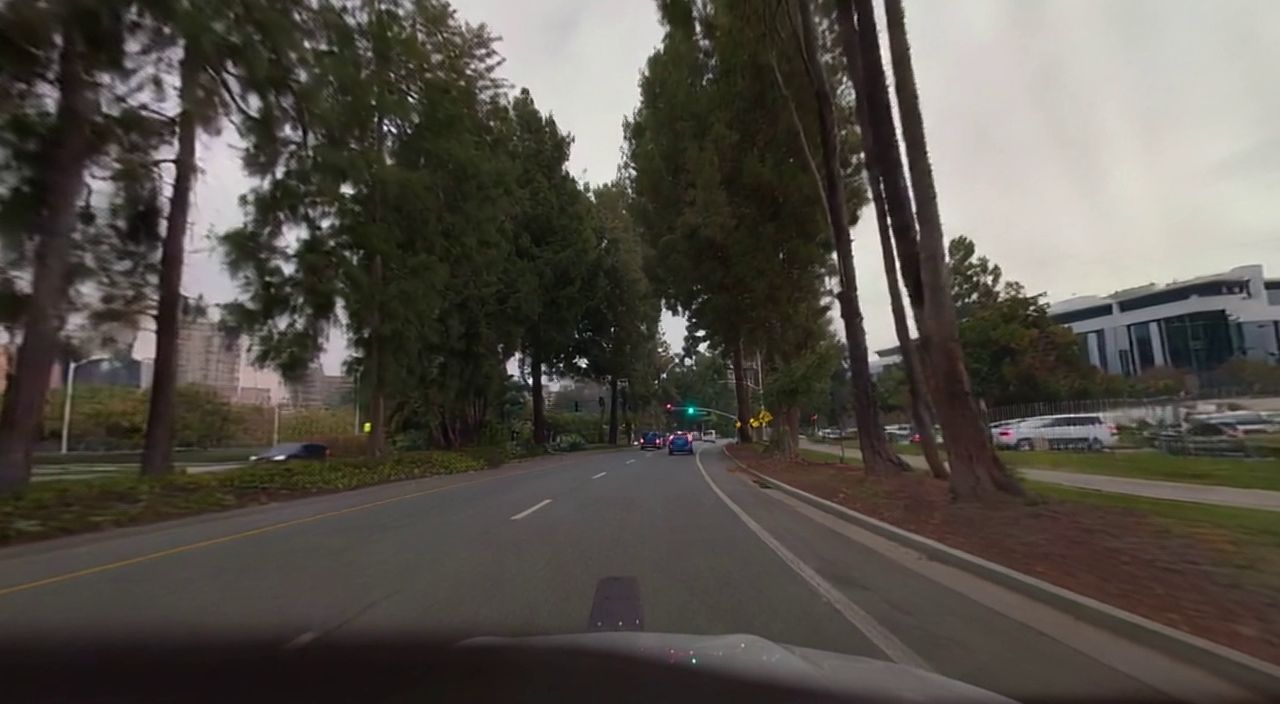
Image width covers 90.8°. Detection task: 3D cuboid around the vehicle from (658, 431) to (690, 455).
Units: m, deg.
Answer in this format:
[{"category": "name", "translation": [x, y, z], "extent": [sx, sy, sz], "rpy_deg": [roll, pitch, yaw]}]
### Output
[{"category": "vehicle", "translation": [2.629, 6.933, 48.155], "extent": [2.210, 1.737, 4.013], "rpy_deg": [-1, -9, 6]}]

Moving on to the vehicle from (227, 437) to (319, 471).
[{"category": "vehicle", "translation": [-19.609, 5.464, 34.033], "extent": [1.941, 1.666, 4.510], "rpy_deg": [-1, -9, 6]}]
